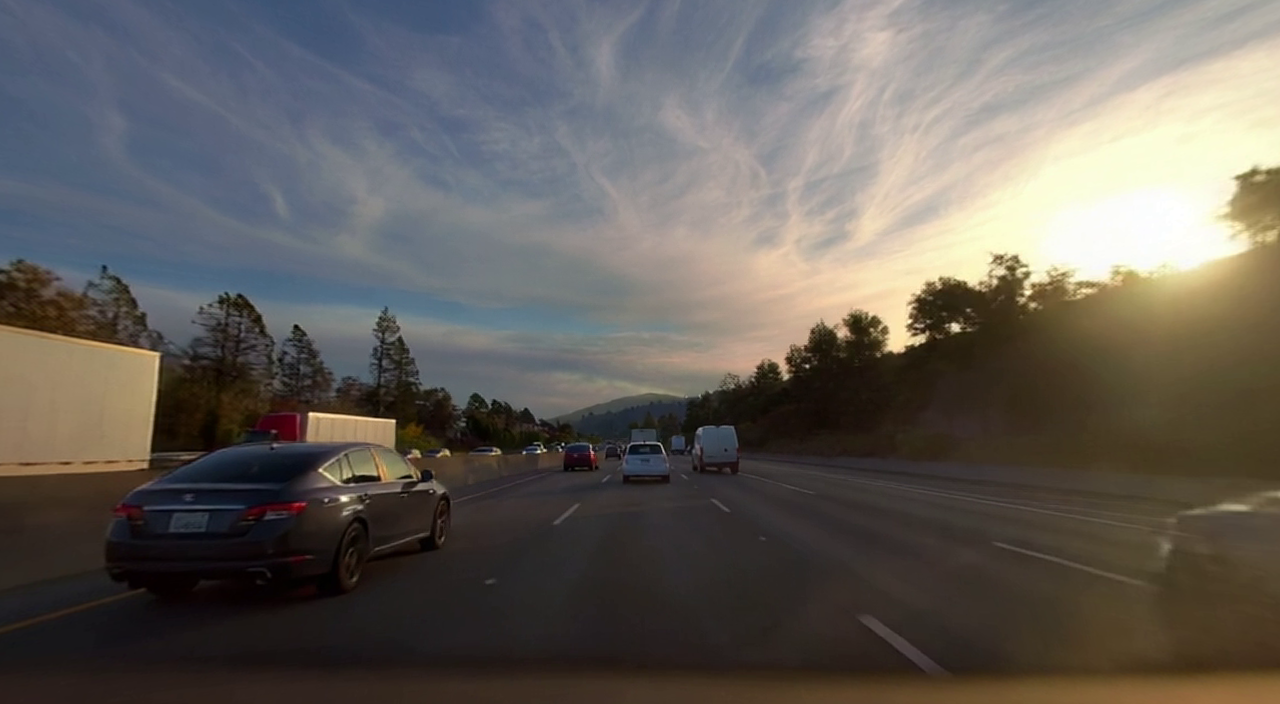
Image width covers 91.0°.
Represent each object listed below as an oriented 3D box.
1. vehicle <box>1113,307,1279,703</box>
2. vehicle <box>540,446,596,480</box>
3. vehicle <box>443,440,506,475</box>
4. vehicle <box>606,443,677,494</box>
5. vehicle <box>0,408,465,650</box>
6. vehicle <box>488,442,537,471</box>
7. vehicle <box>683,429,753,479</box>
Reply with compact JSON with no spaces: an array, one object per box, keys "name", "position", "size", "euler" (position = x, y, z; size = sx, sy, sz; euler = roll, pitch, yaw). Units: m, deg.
[{"name":"vehicle","position":[3.362,0.426,0.236],"size":[2.196,1.773,5.352],"euler":[0,-9,0]},{"name":"vehicle","position":[-3.284,5.179,29.559],"size":[2.062,1.459,4.365],"euler":[0,-9,1]},{"name":"vehicle","position":[-8.858,5.689,34.159],"size":[2.187,1.776,4.518],"euler":[0,-9,0]},{"name":"vehicle","position":[0.030,3.684,20.225],"size":[2.053,1.461,3.941],"euler":[0,-9,0]},{"name":"vehicle","position":[-3.400,1.517,6.411],"size":[1.956,1.602,4.258],"euler":[0,-9,1]},{"name":"vehicle","position":[-8.269,6.797,41.168],"size":[2.168,1.749,4.698],"euler":[0,-9,1]},{"name":"vehicle","position":[3.533,4.801,29.769],"size":[2.460,2.086,5.576],"euler":[0,-9,-1]}]
